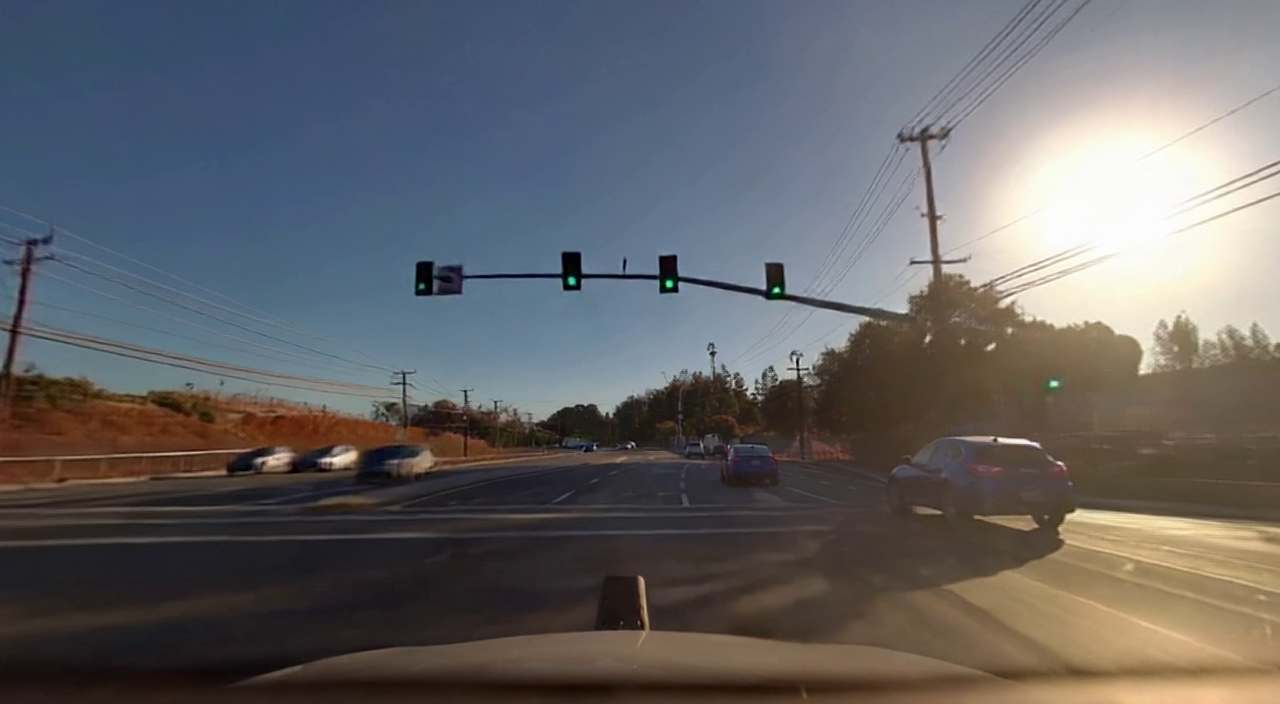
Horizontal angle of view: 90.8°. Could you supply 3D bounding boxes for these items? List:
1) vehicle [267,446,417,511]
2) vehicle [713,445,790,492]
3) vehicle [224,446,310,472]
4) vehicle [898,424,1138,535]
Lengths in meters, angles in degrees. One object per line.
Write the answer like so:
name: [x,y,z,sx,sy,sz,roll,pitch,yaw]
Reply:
vehicle: [-8.611,3.652,18.887,1.933,1.502,4.946,3,-8,2]
vehicle: [3.818,4.050,22.385,2.035,1.460,4.392,0,-9,2]
vehicle: [-23.057,6.610,39.306,2.125,1.493,4.547,-2,-9,9]
vehicle: [7.080,2.424,12.566,2.029,1.795,4.371,0,-9,0]
